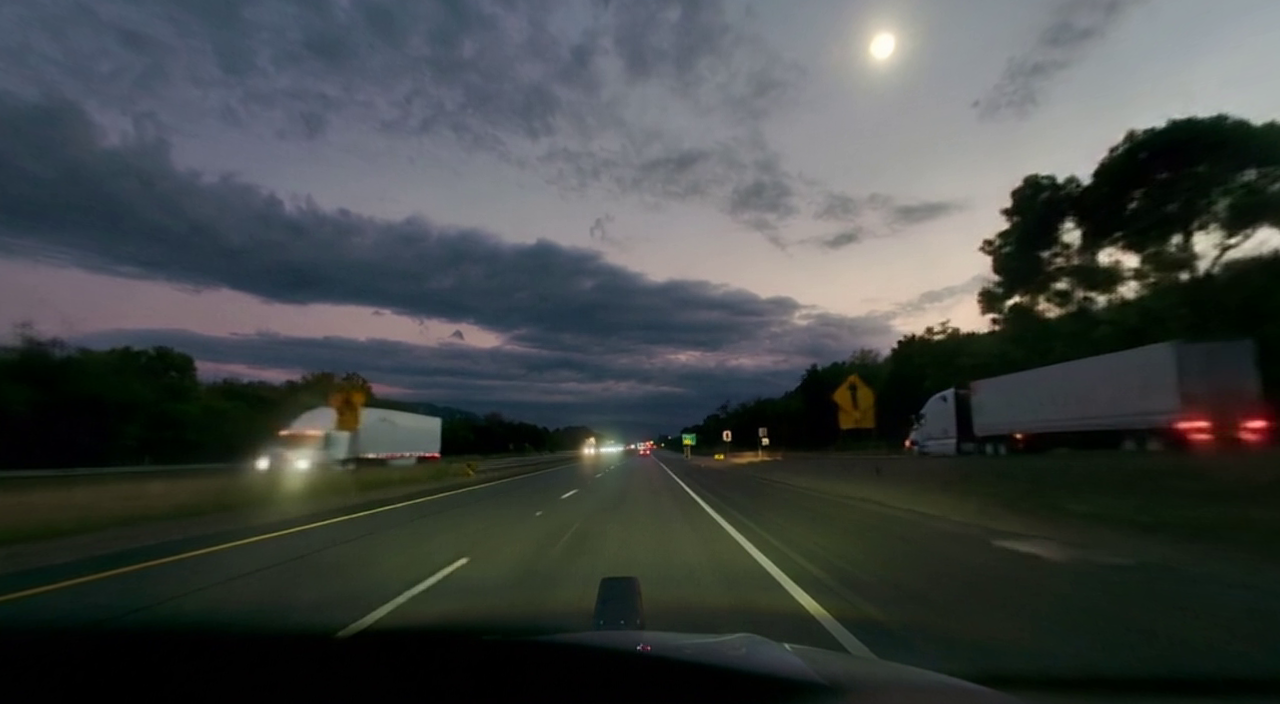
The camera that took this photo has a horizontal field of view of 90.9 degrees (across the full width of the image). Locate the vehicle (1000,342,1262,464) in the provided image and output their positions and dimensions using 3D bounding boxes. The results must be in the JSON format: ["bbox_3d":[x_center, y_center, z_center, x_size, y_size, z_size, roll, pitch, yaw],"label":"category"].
[{"bbox_3d":[19.213,2.419,25.880,2.763,4.126,9.013,1,-9,-5],"label":"vehicle"}]

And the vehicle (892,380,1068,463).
[{"bbox_3d":[18.284,4.115,35.266,3.038,3.945,10.598,1,-9,-6],"label":"vehicle"}]

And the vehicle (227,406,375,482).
[{"bbox_3d":[-18.614,5.276,35.711,2.900,3.682,9.791,0,-9,0],"label":"vehicle"}]
